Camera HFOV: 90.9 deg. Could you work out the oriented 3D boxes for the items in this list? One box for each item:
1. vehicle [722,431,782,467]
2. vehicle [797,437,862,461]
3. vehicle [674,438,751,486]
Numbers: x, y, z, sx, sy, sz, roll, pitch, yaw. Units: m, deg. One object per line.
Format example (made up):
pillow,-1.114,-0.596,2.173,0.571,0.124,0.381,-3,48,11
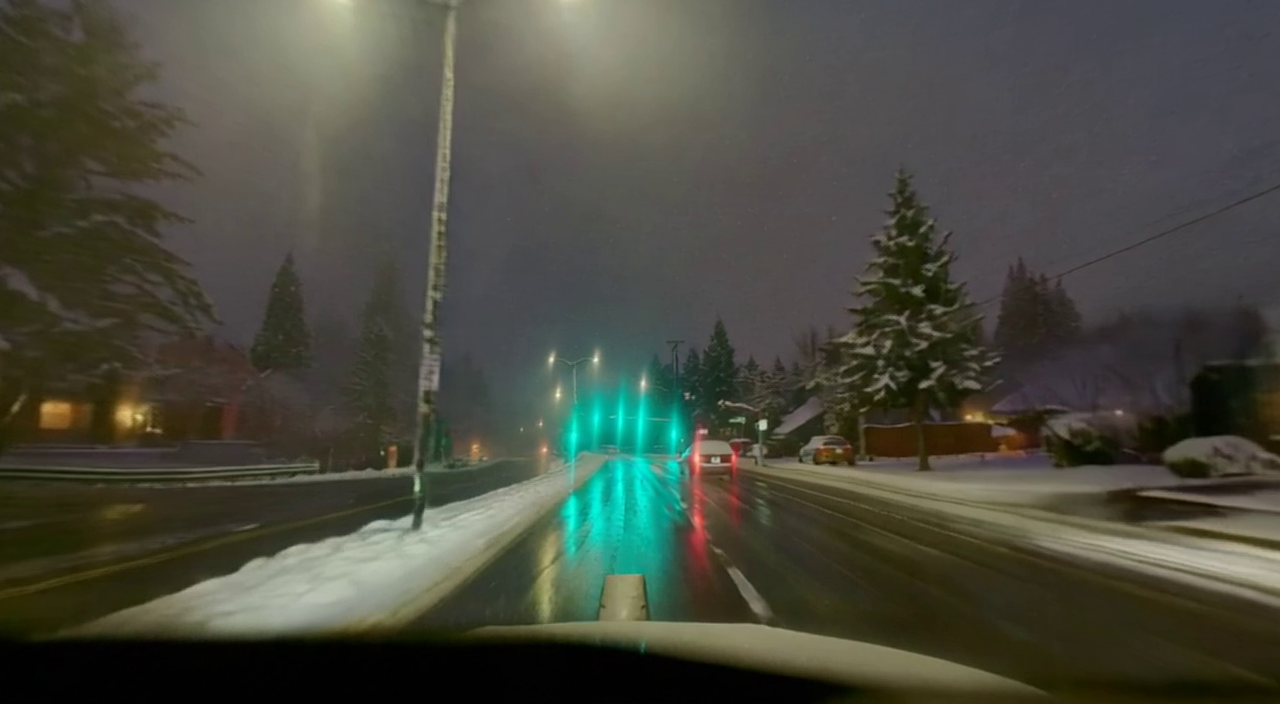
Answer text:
vehicle,6.220,5.464,35.622,2.065,1.861,4.704,1,-9,-6
vehicle,12.083,6.227,40.460,3.635,1.482,1.879,-1,-9,5
vehicle,2.370,3.716,21.595,1.960,1.479,4.086,0,-9,-3
